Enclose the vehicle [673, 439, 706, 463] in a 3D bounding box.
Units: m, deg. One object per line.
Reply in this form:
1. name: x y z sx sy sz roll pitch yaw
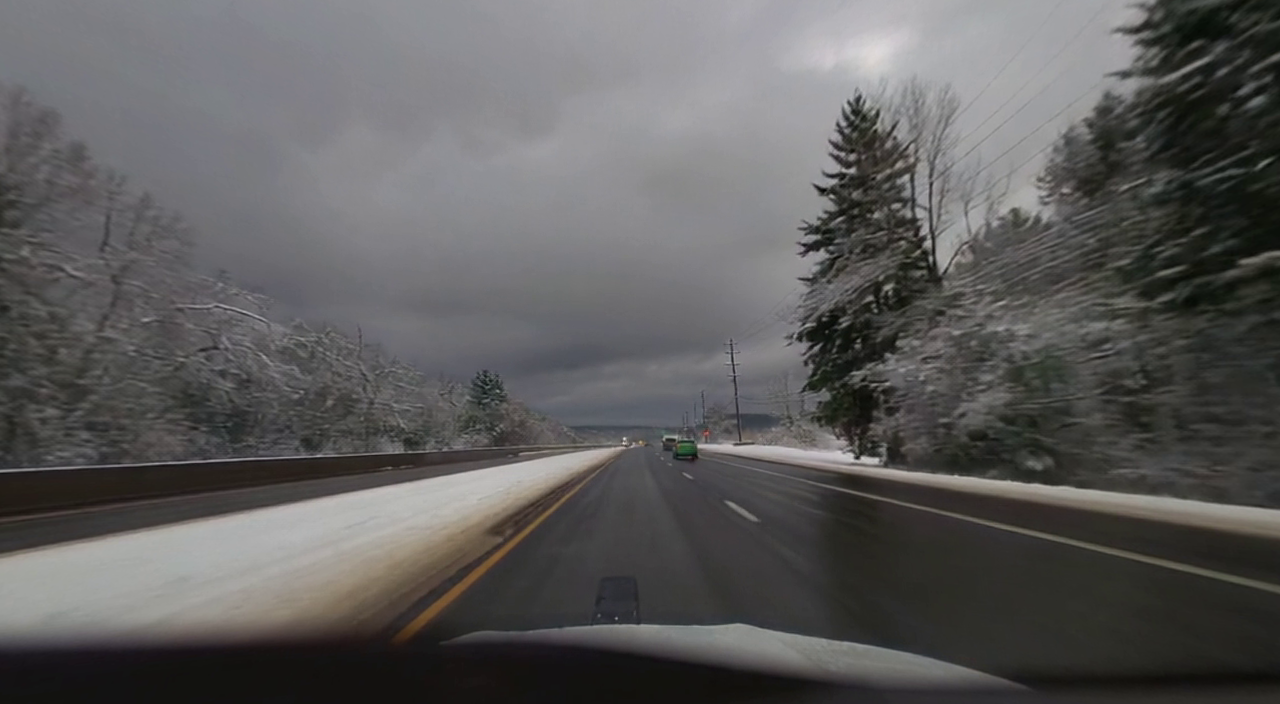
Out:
1. vehicle: 3.429 6.958 44.542 1.977 1.581 4.428 0 -8 0
